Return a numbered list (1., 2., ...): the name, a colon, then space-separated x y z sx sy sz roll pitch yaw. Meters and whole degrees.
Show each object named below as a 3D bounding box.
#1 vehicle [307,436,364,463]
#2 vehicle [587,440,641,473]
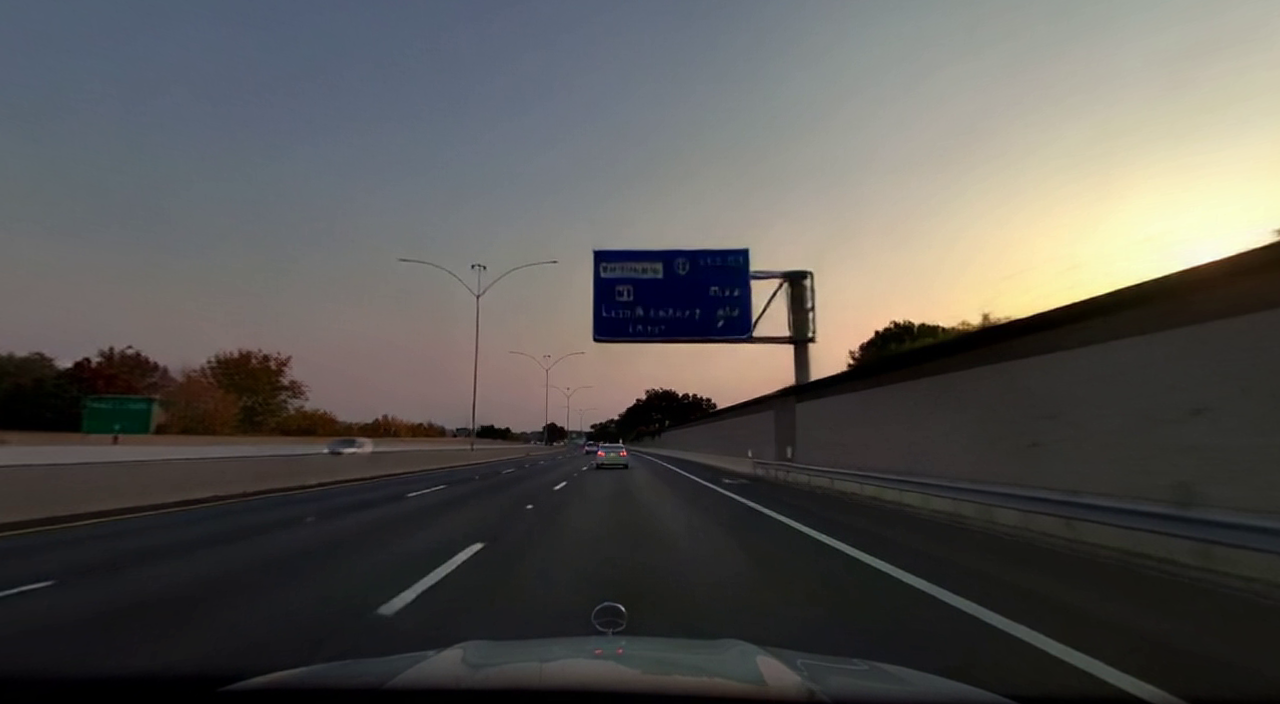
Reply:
1. vehicle: -19.418 6.245 40.204 1.950 1.575 4.284 1 -9 -7
2. vehicle: -1.226 5.207 31.414 2.055 1.509 4.255 -2 -9 7
